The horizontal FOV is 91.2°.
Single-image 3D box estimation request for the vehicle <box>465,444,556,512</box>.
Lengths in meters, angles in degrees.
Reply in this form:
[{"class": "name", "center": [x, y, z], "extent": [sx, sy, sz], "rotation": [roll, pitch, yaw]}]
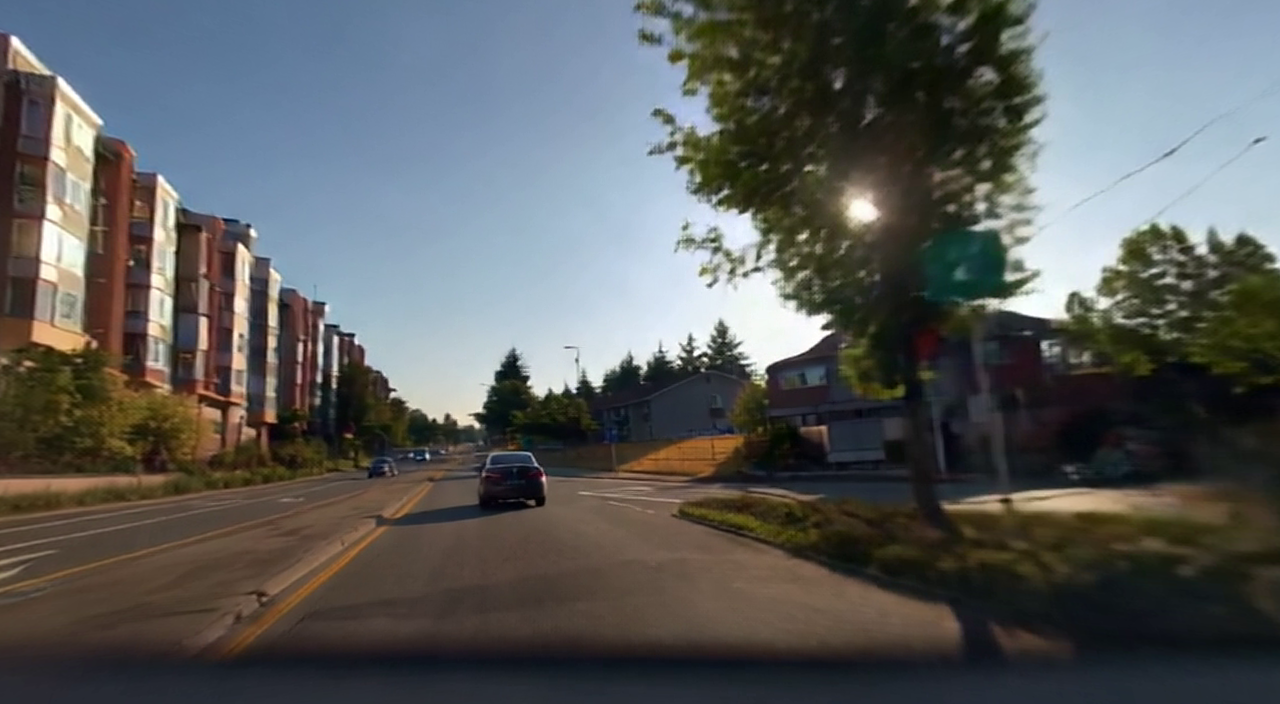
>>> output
[{"class": "vehicle", "center": [-3.491, 3.211, 16.410], "extent": [2.014, 1.525, 3.670], "rotation": [2, -9, -16]}]
